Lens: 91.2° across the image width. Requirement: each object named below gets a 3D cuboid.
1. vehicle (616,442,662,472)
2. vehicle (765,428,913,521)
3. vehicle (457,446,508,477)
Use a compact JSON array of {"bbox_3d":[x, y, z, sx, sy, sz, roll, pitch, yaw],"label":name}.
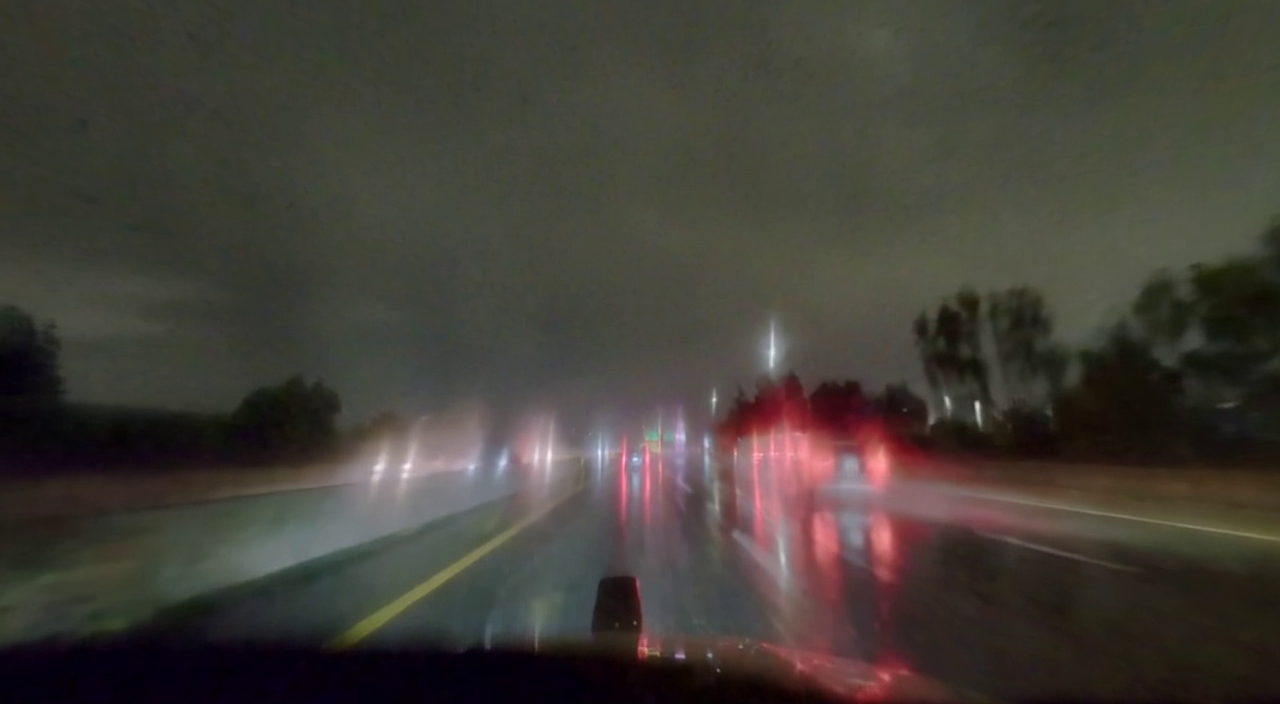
[{"bbox_3d":[0.006,6.101,36.645,2.084,1.594,4.219,-2,-8,7],"label":"vehicle"},{"bbox_3d":[3.887,2.449,13.012,1.969,1.595,3.964,-1,-8,4],"label":"vehicle"},{"bbox_3d":[-8.575,5.971,34.532,1.968,1.597,4.349,0,-8,-4],"label":"vehicle"}]
